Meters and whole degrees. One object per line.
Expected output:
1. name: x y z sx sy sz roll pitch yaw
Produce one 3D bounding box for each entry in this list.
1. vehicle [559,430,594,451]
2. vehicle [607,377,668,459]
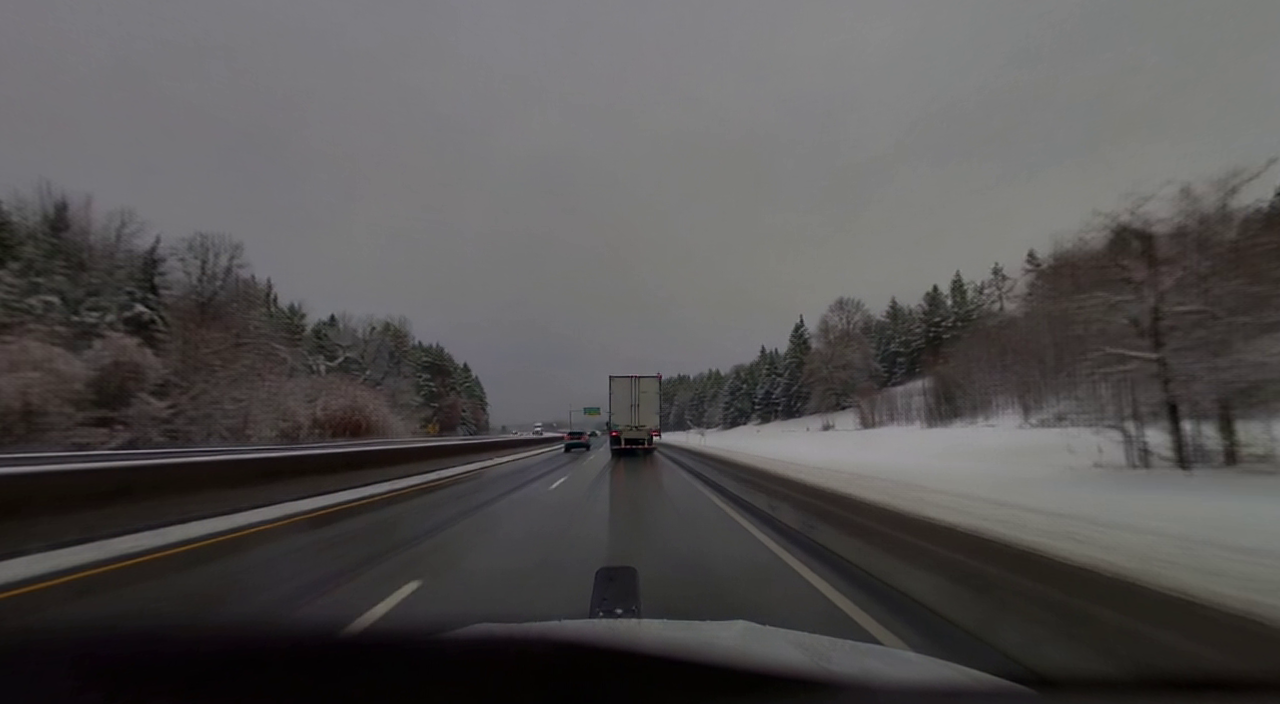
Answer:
1. vehicle: -4.802 6.785 48.173 2.217 1.495 4.245 0 -8 0
2. vehicle: -0.294 4.020 36.777 3.013 4.016 11.496 0 -8 -2
